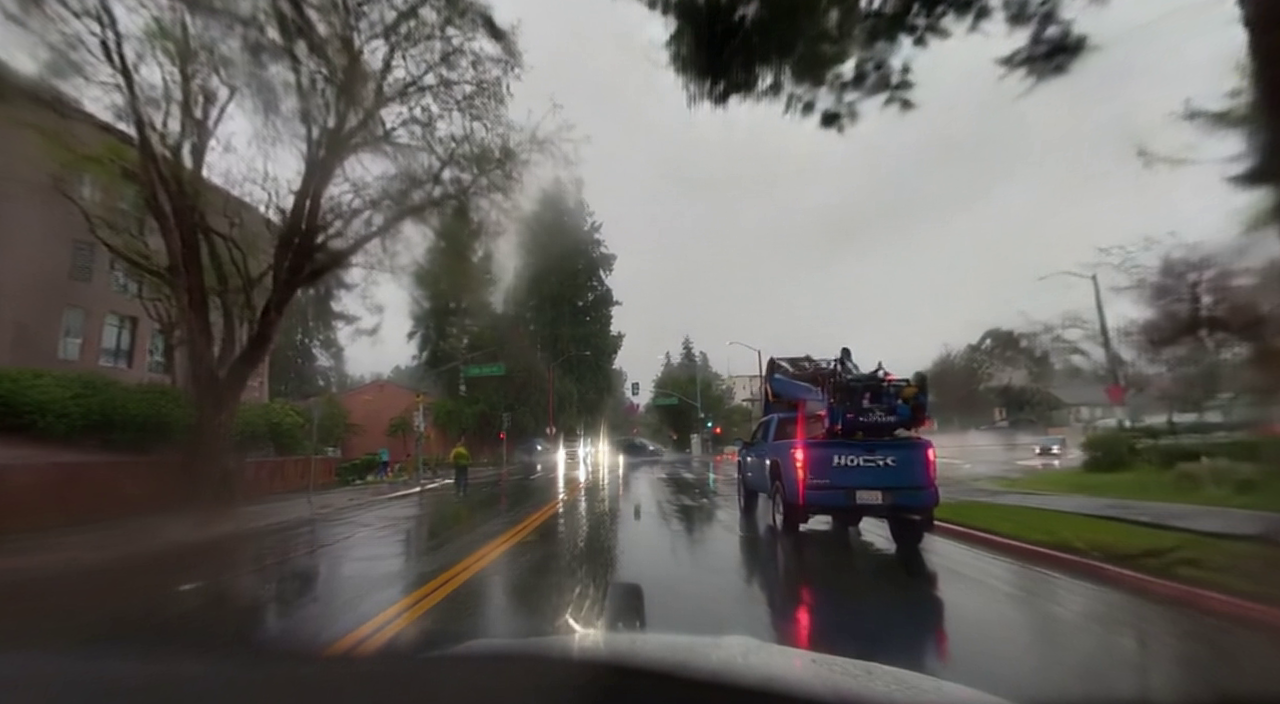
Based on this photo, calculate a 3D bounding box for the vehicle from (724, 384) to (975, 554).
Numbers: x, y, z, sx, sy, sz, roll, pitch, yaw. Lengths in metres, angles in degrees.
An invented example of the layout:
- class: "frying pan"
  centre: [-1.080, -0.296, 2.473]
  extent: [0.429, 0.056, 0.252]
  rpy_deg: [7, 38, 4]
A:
- class: "vehicle"
  centre: [2.869, 1.811, 10.371]
  extent: [2.177, 2.015, 5.463]
  rpy_deg: [0, -9, -1]
